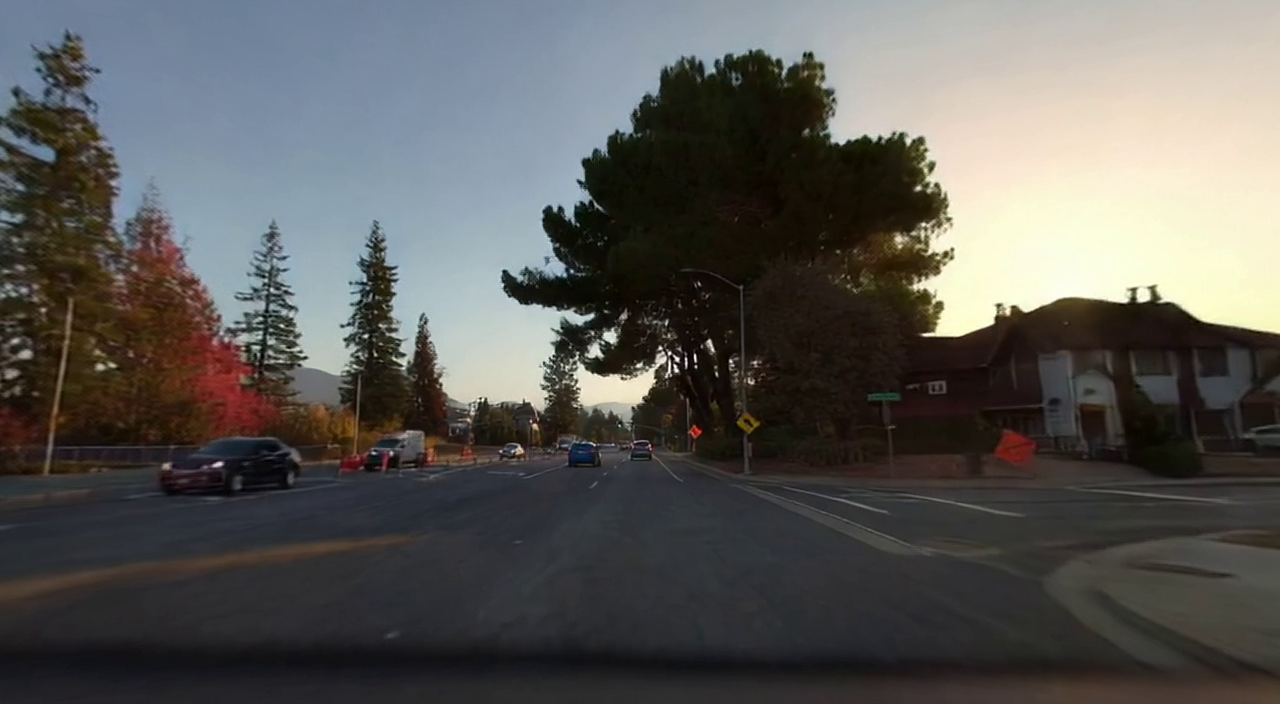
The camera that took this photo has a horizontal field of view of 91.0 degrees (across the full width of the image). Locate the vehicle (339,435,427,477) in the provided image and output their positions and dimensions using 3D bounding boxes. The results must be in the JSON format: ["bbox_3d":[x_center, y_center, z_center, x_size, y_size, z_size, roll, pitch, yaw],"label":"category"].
[{"bbox_3d":[-11.126,4.532,27.600,2.014,1.674,4.337,0,-8,0],"label":"vehicle"}]

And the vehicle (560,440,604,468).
[{"bbox_3d":[-3.617,6.451,40.133,2.198,1.663,4.519,0,-8,2],"label":"vehicle"}]

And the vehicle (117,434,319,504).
[{"bbox_3d":[-10.610,2.953,16.421,2.009,1.541,4.753,0,-8,-1],"label":"vehicle"}]
